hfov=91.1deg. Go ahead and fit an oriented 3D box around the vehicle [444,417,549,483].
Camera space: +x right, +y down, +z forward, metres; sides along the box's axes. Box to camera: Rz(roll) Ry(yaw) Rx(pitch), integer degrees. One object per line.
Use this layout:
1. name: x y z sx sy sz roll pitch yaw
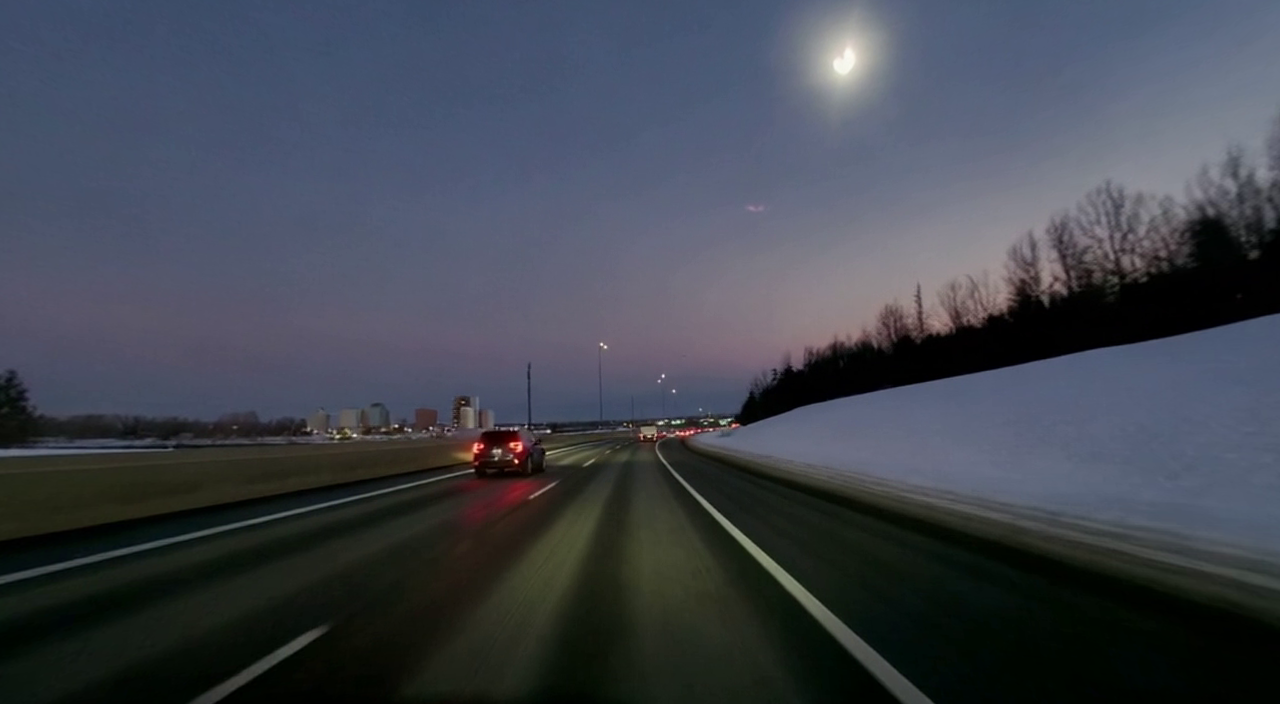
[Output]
1. vehicle: -4.008 2.827 18.403 2.018 1.678 4.312 0 -8 1
